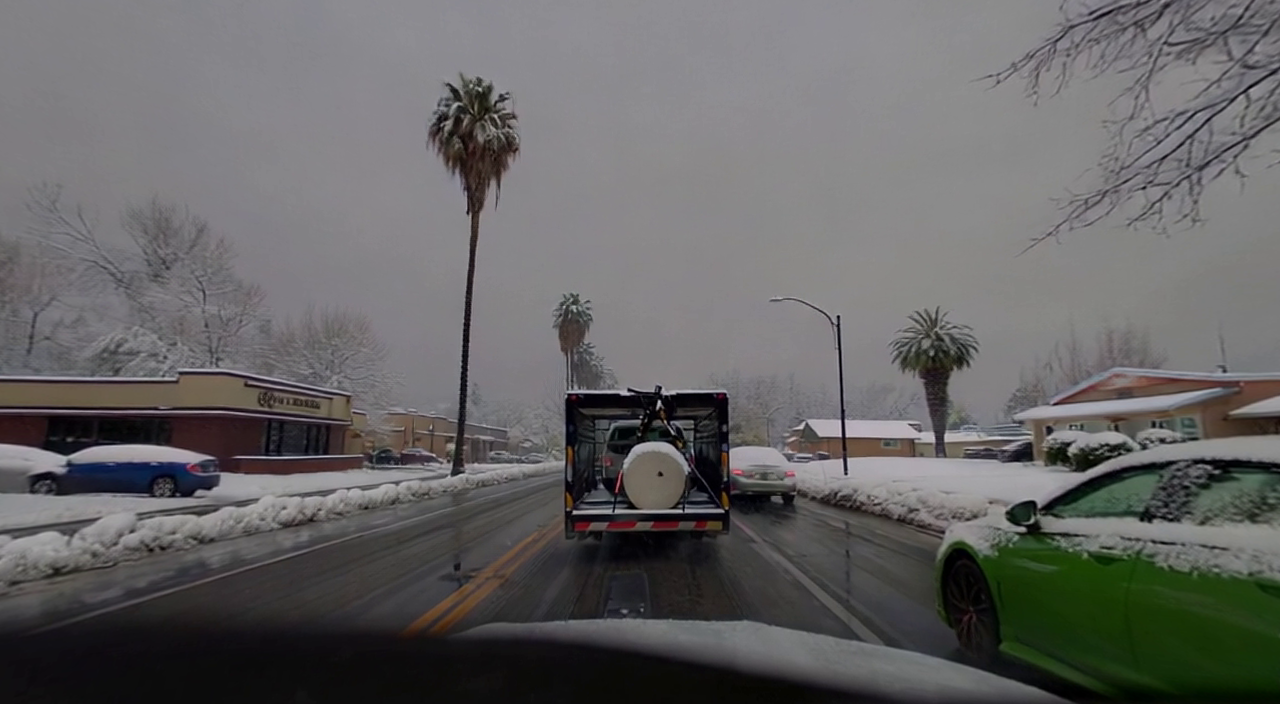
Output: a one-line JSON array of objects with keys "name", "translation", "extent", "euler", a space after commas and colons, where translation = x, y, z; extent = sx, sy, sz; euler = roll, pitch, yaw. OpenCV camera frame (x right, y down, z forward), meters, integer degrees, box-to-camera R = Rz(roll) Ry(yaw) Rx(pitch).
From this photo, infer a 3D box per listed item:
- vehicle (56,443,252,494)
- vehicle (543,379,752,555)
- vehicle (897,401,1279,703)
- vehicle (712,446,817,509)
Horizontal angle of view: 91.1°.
[{"name": "vehicle", "translation": [-15.086, 3.612, 19.690], "extent": [4.490, 1.500, 1.875], "euler": [0, -9, -2]}, {"name": "vehicle", "translation": [0.127, 1.993, 11.592], "extent": [2.728, 2.305, 6.506], "euler": [0, -8, 1]}, {"name": "vehicle", "translation": [3.072, 0.964, 2.253], "extent": [2.171, 1.520, 4.853], "euler": [0, -8, -1]}, {"name": "vehicle", "translation": [3.239, 3.336, 17.208], "extent": [2.010, 1.499, 4.107], "euler": [0, -8, 0]}]
